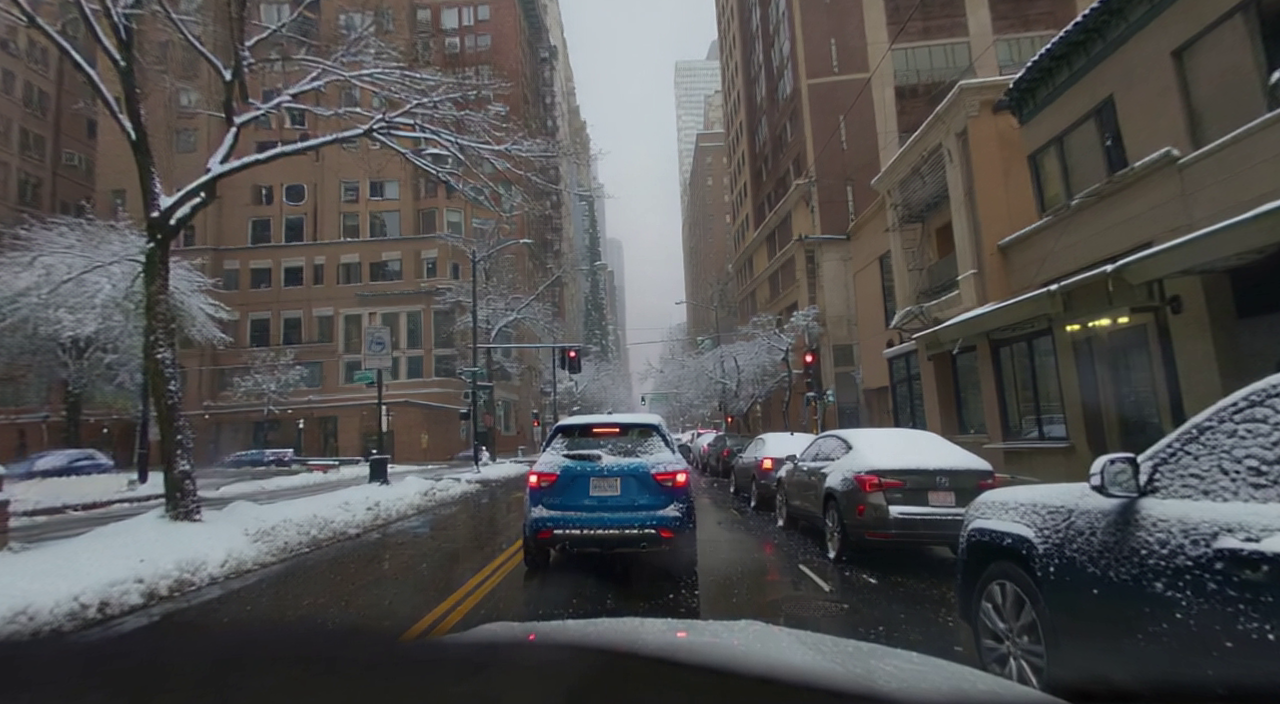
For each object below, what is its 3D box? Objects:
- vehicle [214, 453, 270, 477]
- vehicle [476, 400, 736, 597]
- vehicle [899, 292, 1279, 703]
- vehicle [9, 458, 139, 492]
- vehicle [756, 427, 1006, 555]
[{"bbox_3d":[-26.908,7.629,42.874,1.960,1.459,4.699,2,-9,-17],"label":"vehicle"},{"bbox_3d":[-0.345,1.581,7.611,2.249,1.684,4.084,0,-9,-2],"label":"vehicle"},{"bbox_3d":[2.993,0.749,2.254,2.063,1.760,4.664,0,-9,-1],"label":"vehicle"},{"bbox_3d":[-27.536,5.948,30.988,1.967,1.428,4.832,0,-9,-1],"label":"vehicle"},{"bbox_3d":[3.270,1.986,9.811,1.941,1.482,4.632,0,-9,-2],"label":"vehicle"}]
